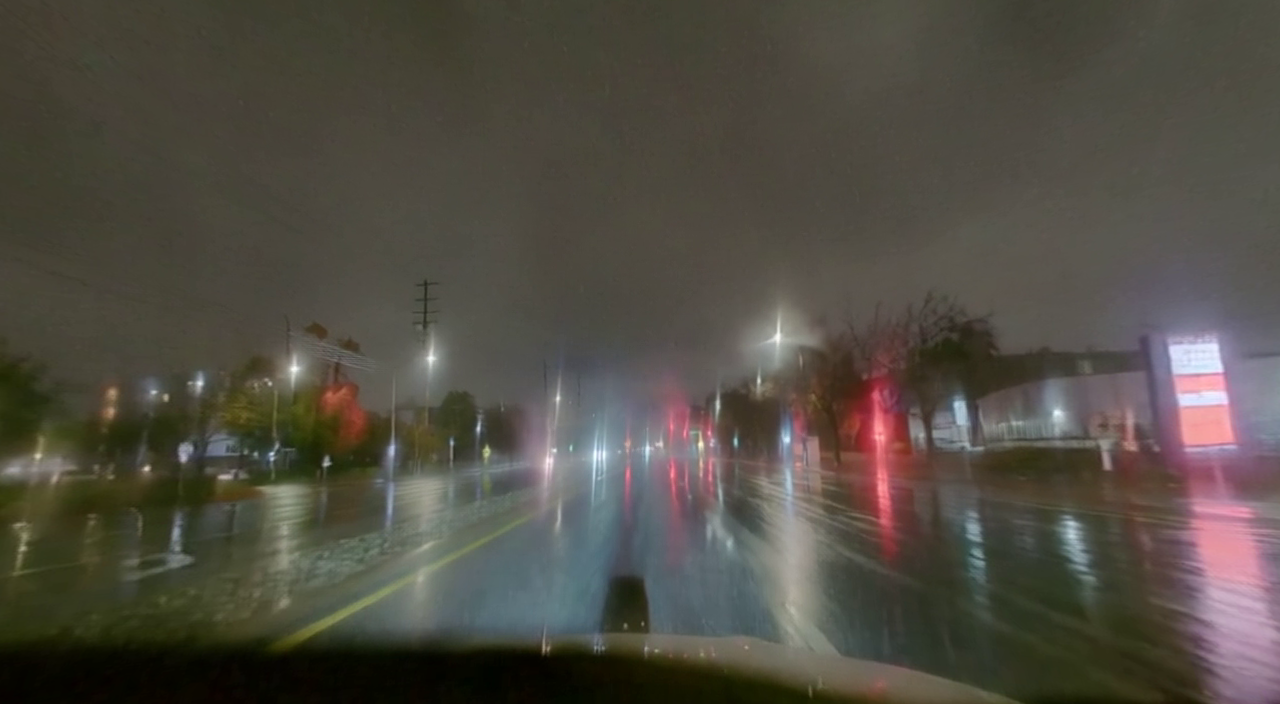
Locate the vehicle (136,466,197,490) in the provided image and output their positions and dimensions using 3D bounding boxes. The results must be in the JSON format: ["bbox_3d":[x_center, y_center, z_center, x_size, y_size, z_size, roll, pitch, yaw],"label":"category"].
[{"bbox_3d":[-36.852,9.806,49.185,1.736,1.540,3.854,1,-7,0],"label":"vehicle"}]
